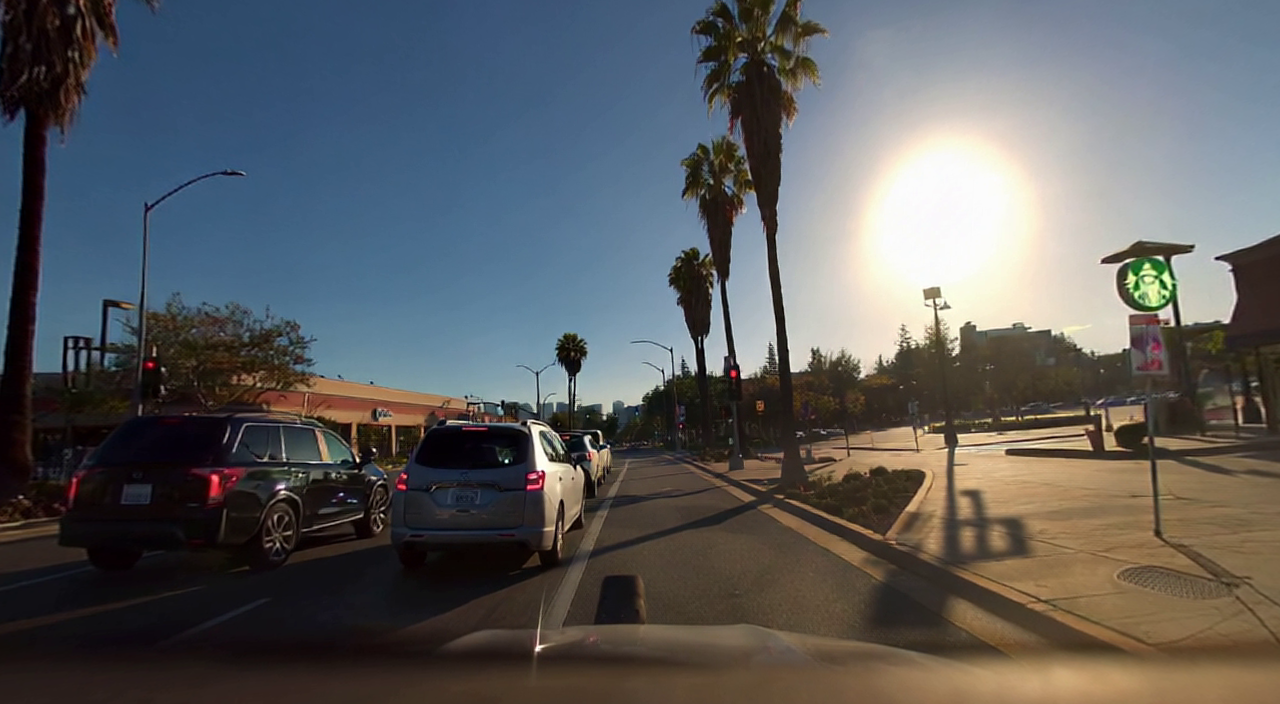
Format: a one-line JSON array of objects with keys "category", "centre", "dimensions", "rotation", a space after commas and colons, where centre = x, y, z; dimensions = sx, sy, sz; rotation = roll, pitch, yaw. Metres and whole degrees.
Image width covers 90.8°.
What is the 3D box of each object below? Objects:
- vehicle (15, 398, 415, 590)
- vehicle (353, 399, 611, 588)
[{"category": "vehicle", "centre": [-5.026, 1.751, 8.639], "dimensions": [2.025, 1.862, 4.804], "rotation": [0, -9, 1]}, {"category": "vehicle", "centre": [-1.586, 1.664, 8.182], "dimensions": [2.153, 1.759, 4.320], "rotation": [0, -9, 1]}]
